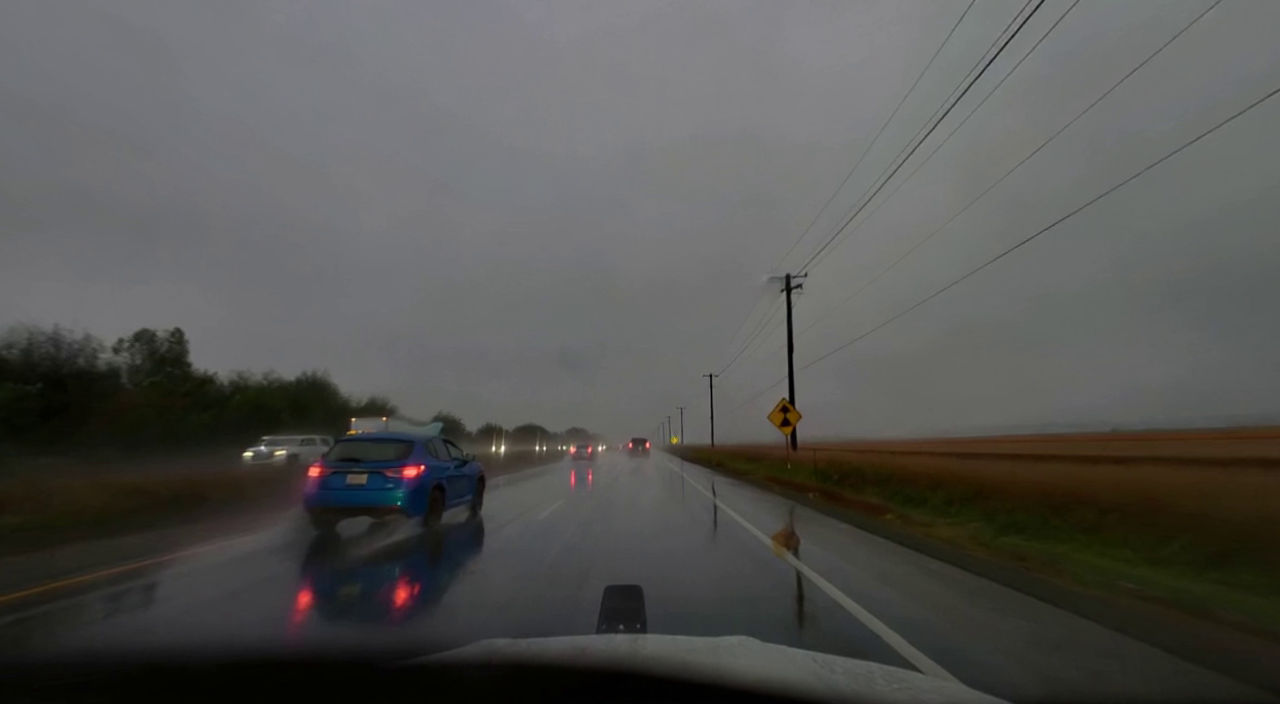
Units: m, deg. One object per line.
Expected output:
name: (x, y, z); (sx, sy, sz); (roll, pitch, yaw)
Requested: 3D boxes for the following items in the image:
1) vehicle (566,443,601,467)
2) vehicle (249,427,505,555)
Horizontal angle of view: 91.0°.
vehicle: (-3.803, 7.053, 43.254); (1.953, 1.517, 4.407); (0, -9, 1)
vehicle: (-3.862, 2.138, 10.462); (2.120, 1.597, 4.810); (0, -9, 1)
